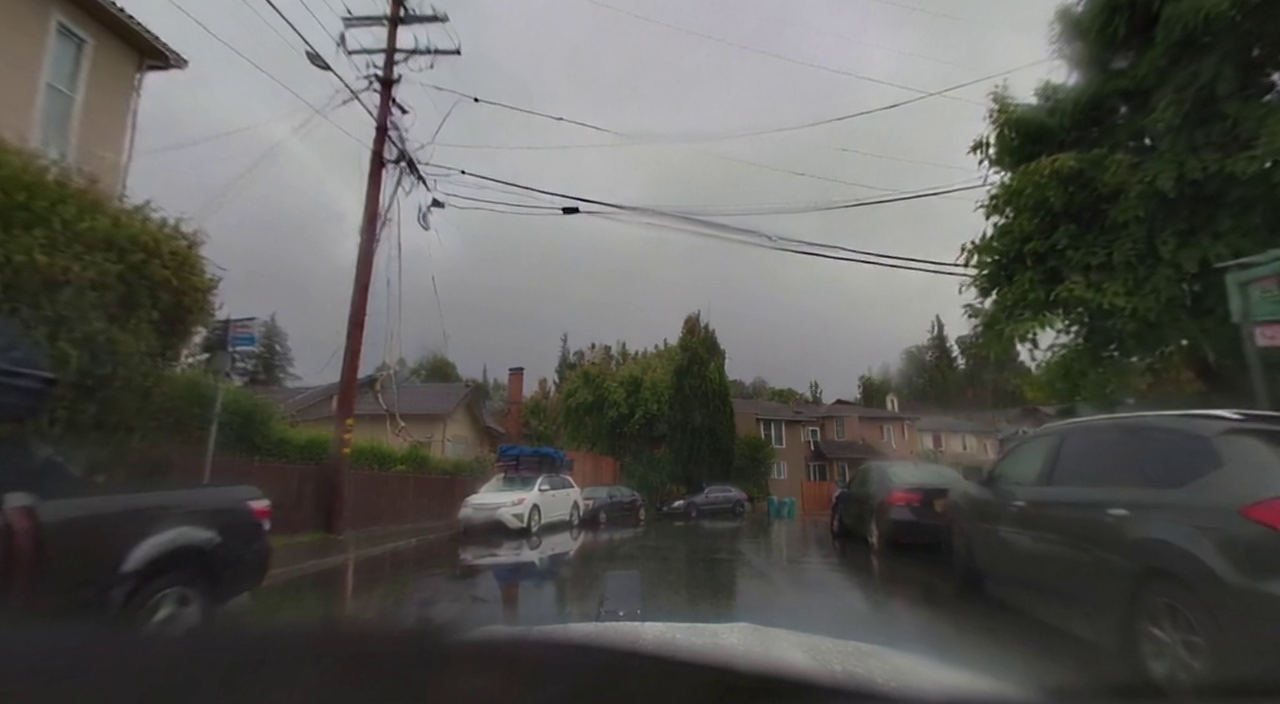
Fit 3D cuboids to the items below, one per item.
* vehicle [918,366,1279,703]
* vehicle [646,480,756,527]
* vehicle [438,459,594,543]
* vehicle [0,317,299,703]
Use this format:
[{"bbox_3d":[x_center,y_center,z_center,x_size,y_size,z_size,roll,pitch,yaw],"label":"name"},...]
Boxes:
[{"bbox_3d":[4.003,1.252,4.635,1.899,1.877,4.668,0,-8,2],"label":"vehicle"},{"bbox_3d":[2.597,6.317,26.610,4.217,1.547,2.082,5,-10,-34],"label":"vehicle"},{"bbox_3d":[-2.889,3.710,16.139,2.247,1.702,5.043,-4,-11,9],"label":"vehicle"},{"bbox_3d":[-3.637,0.629,1.533,2.195,1.797,5.890,0,-8,2],"label":"vehicle"}]
